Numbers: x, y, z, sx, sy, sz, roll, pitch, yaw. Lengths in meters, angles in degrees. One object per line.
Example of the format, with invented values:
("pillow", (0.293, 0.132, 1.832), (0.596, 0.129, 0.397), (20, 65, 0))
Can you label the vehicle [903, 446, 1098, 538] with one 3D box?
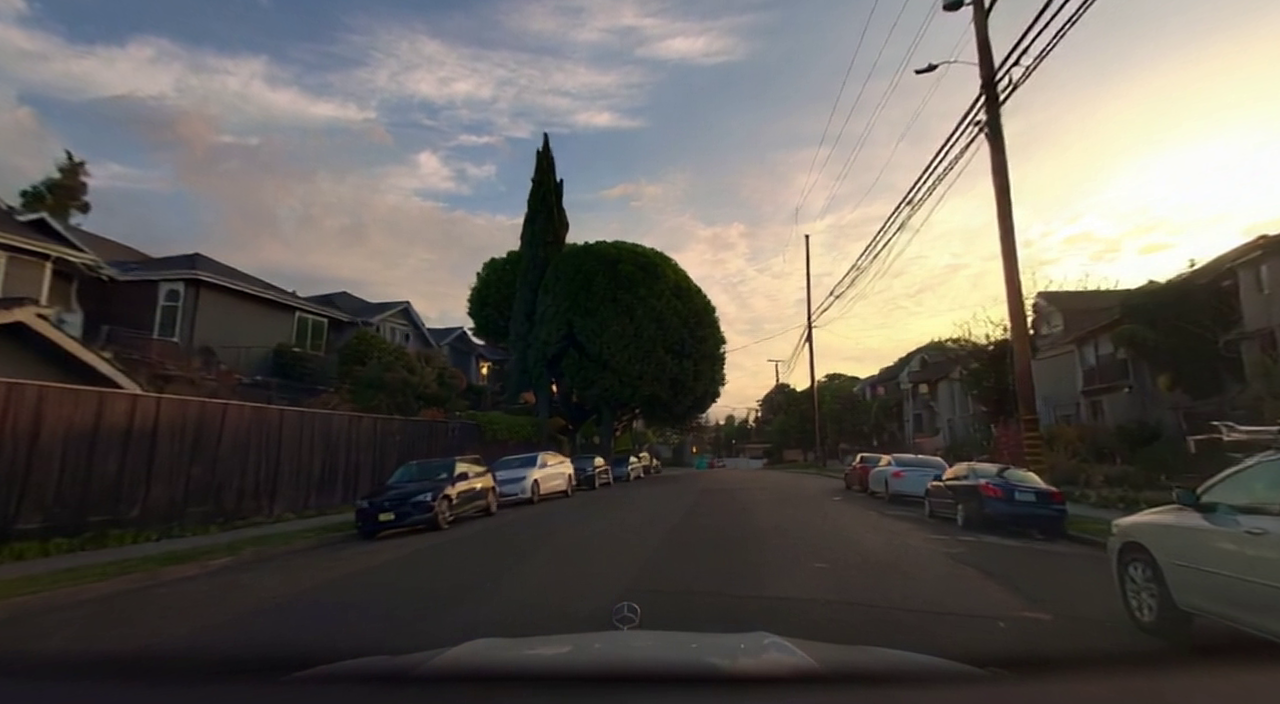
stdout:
("vehicle", (6.646, 2.572, 12.272), (1.887, 1.435, 4.161), (-2, -9, 9))

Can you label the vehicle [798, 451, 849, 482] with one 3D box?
("vehicle", (9.734, 6.111, 33.874), (1.979, 1.480, 4.500), (-2, -9, 8))

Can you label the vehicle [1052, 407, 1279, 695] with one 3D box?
("vehicle", (4.971, 1.167, 3.723), (2.439, 1.670, 4.631), (-2, -9, 8))

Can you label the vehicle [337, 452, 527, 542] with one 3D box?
("vehicle", (-4.030, 2.880, 13.310), (1.930, 1.478, 4.731), (-2, -9, 7))
